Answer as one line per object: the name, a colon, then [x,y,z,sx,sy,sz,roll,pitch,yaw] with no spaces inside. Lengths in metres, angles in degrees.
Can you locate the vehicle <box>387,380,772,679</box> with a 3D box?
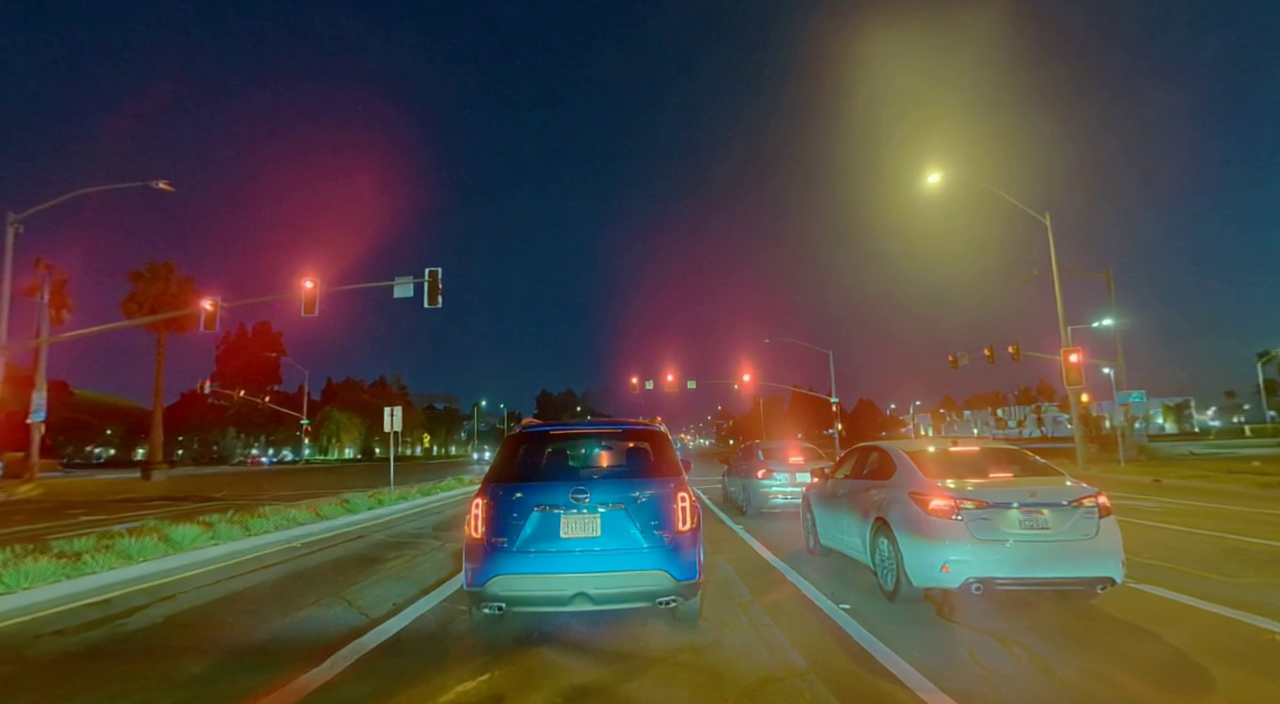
vehicle: [-0.347,1.307,5.671,2.172,1.694,4.055,0,-8,0]

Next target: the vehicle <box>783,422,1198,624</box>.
vehicle: [3.106,1.597,6.939,1.971,1.473,4.495,0,-8,0]
